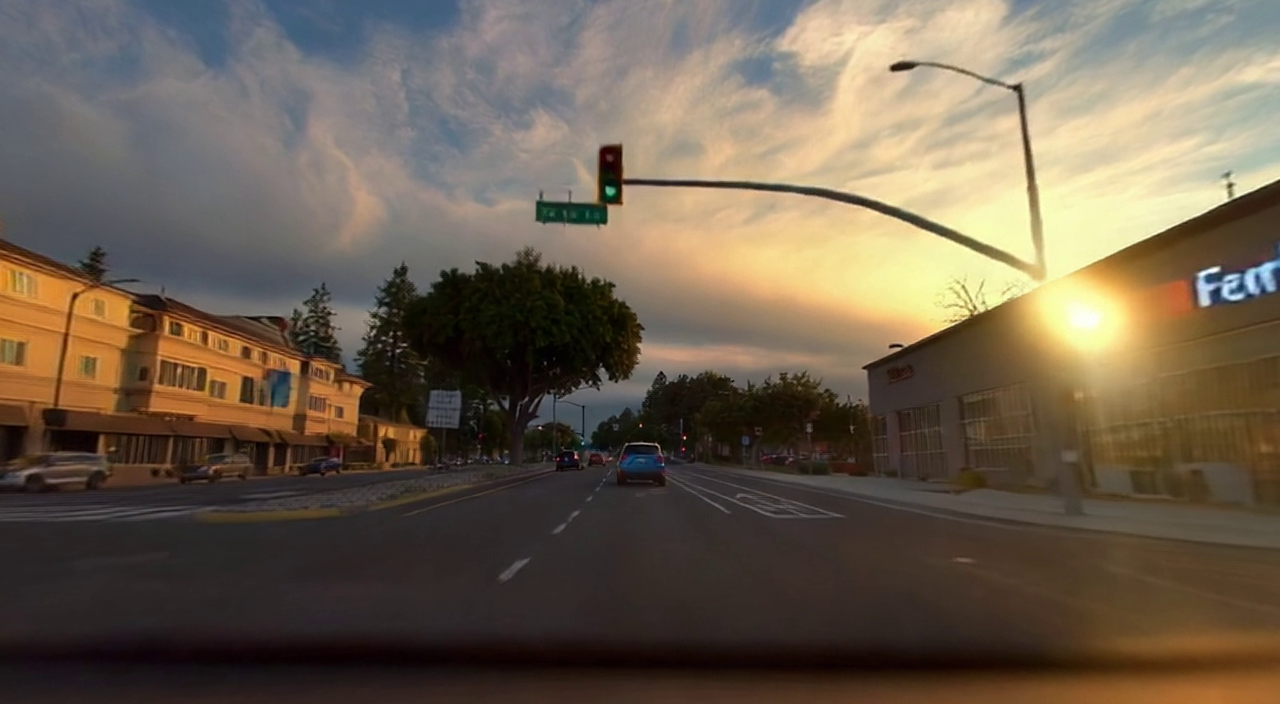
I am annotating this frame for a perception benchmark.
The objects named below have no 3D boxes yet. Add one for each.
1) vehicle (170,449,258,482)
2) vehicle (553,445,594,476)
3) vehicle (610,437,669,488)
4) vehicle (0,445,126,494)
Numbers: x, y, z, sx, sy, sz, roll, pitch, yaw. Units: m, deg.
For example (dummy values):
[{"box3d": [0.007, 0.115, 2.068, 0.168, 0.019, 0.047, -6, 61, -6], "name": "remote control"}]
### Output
[{"box3d": [-26.213, 6.966, 39.153, 2.111, 1.839, 4.932, 0, -9, -2], "name": "vehicle"}, {"box3d": [-4.172, 6.906, 40.447, 2.202, 1.856, 4.516, 0, -9, -1], "name": "vehicle"}, {"box3d": [-0.080, 4.632, 26.879, 2.273, 1.909, 5.075, 0, -9, -1], "name": "vehicle"}, {"box3d": [-25.720, 5.026, 27.574, 2.182, 1.906, 5.364, 0, -9, -2], "name": "vehicle"}]
